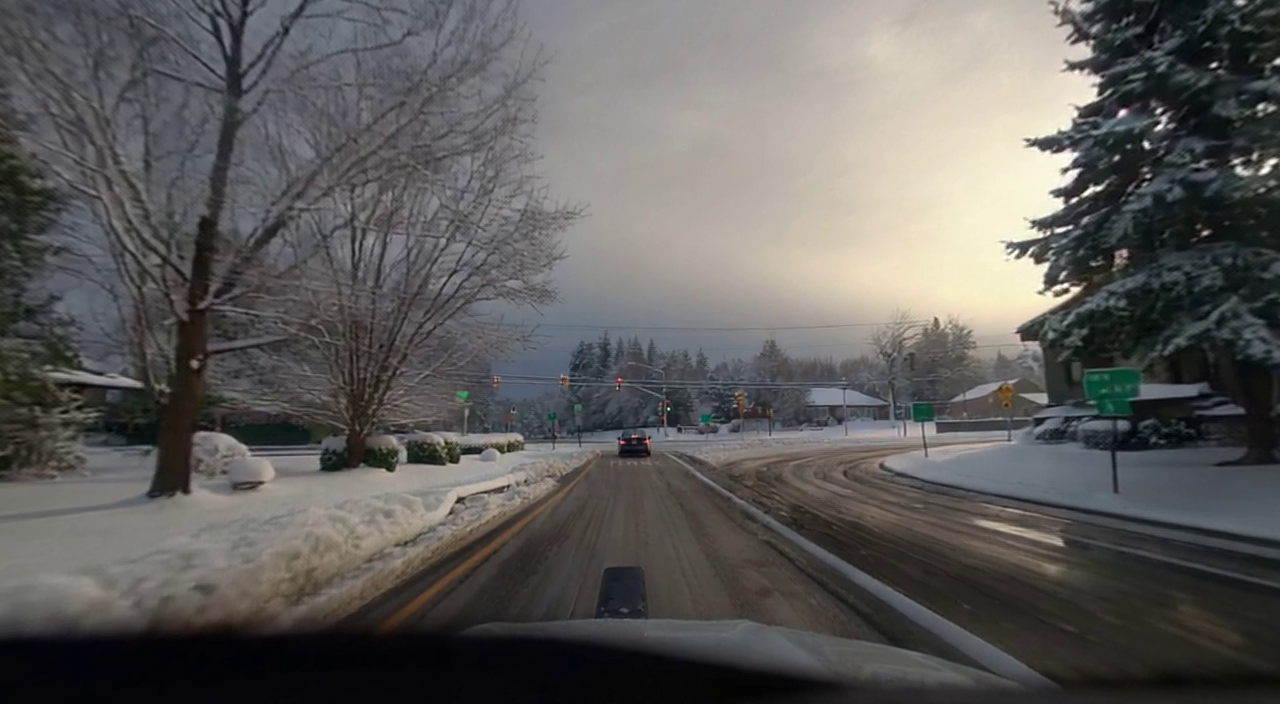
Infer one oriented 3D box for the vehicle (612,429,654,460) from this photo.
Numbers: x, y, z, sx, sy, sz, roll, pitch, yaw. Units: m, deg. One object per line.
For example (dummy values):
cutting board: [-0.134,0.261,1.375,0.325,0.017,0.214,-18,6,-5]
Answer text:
vehicle: [-0.391,4.768,32.553,2.056,1.473,4.380,0,-8,-1]
